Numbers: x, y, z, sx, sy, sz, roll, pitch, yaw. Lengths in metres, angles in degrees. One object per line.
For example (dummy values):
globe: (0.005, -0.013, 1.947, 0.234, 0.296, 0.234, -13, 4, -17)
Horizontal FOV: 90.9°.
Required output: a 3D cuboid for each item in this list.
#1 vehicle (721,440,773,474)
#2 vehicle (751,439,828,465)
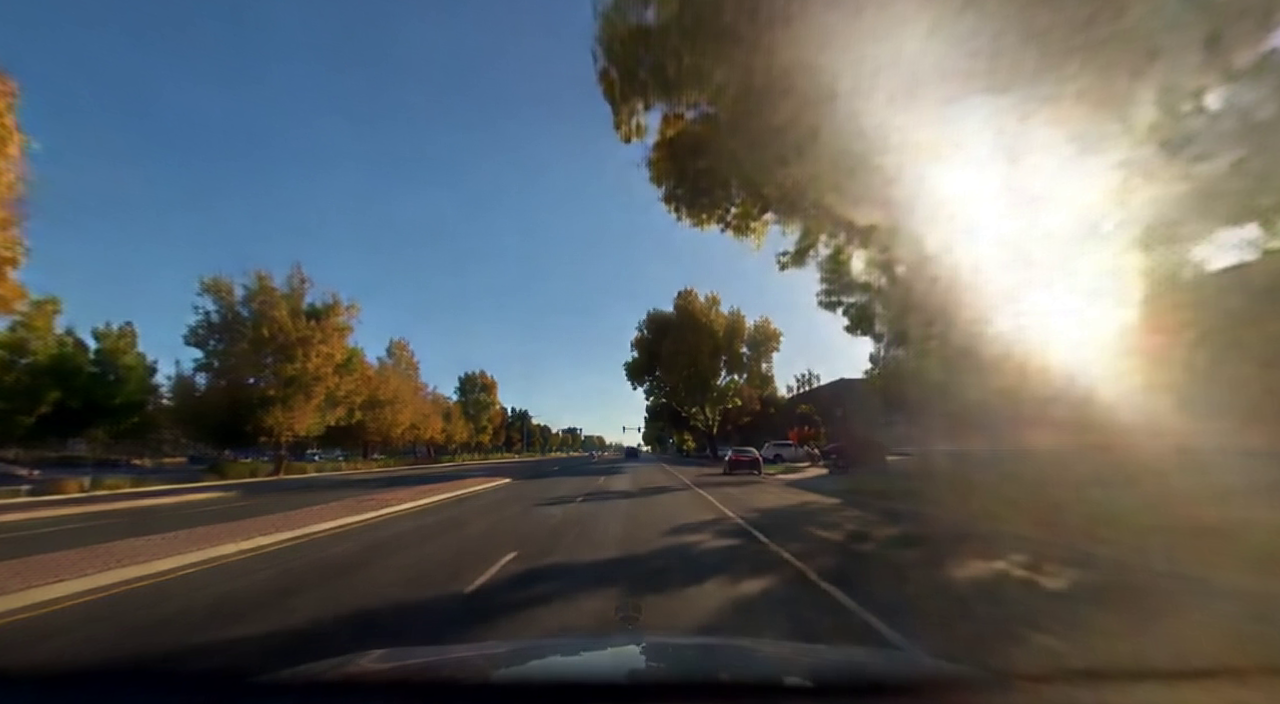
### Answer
vehicle: (5.704, 5.664, 34.215, 2.057, 1.688, 4.596, 0, -8, 0)
vehicle: (10.351, 7.009, 44.075, 4.879, 1.701, 2.095, -1, -10, 3)
